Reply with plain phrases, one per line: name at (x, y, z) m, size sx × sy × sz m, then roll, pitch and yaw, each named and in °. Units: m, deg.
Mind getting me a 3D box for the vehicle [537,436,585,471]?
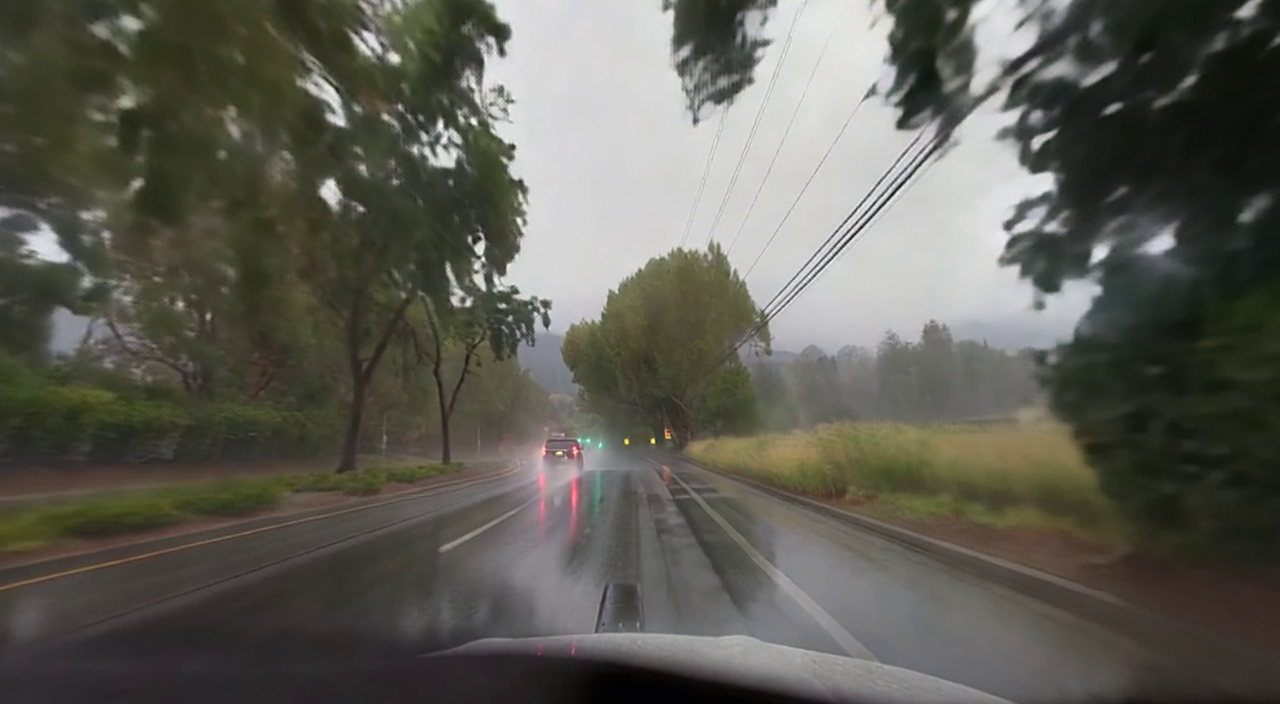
vehicle at (-4.566, 5.921, 37.192) m, size 2.246 × 1.885 × 5.275 m, roll 0°, pitch -8°, yaw -1°
